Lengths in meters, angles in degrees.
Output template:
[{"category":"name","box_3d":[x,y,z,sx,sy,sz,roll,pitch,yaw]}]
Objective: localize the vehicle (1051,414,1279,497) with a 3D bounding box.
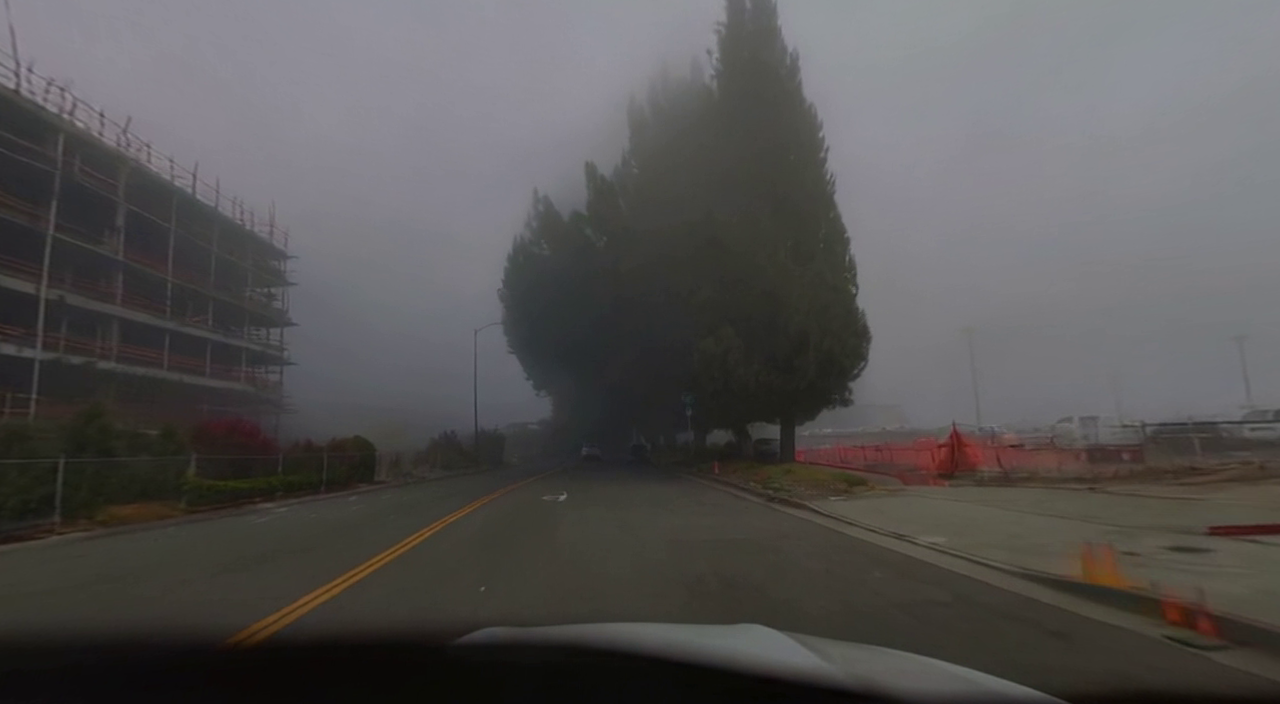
[{"category":"vehicle","box_3d":[11.000,2.033,12.505,4.392,1.478,1.932,1,-9,-4]}]

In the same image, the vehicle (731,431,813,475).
[{"category":"vehicle","box_3d":[6.242,4.863,30.694,2.267,1.911,5.816,1,-9,-5]}]
